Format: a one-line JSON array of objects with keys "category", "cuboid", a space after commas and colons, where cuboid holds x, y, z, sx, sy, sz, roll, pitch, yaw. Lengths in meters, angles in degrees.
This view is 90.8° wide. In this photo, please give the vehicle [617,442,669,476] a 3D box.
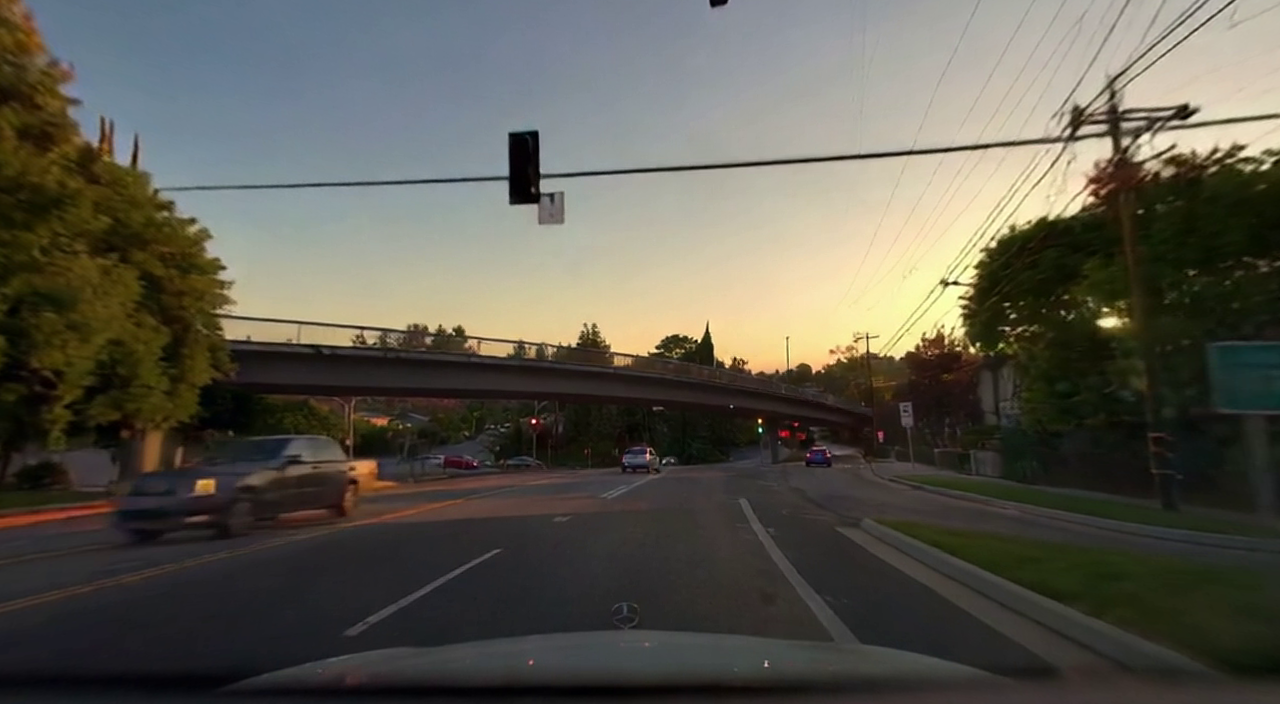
[{"category": "vehicle", "cuboid": [0.221, 5.388, 31.925, 1.997, 1.542, 4.202, 0, -9, 9]}]

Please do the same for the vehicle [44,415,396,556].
[{"category": "vehicle", "cuboid": [-6.850, 2.235, 11.458, 2.177, 1.871, 5.550, 0, -9, 5]}]

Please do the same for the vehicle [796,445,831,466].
[{"category": "vehicle", "cuboid": [12.917, 7.669, 46.902, 2.058, 1.475, 4.587, -2, -9, 20]}]
